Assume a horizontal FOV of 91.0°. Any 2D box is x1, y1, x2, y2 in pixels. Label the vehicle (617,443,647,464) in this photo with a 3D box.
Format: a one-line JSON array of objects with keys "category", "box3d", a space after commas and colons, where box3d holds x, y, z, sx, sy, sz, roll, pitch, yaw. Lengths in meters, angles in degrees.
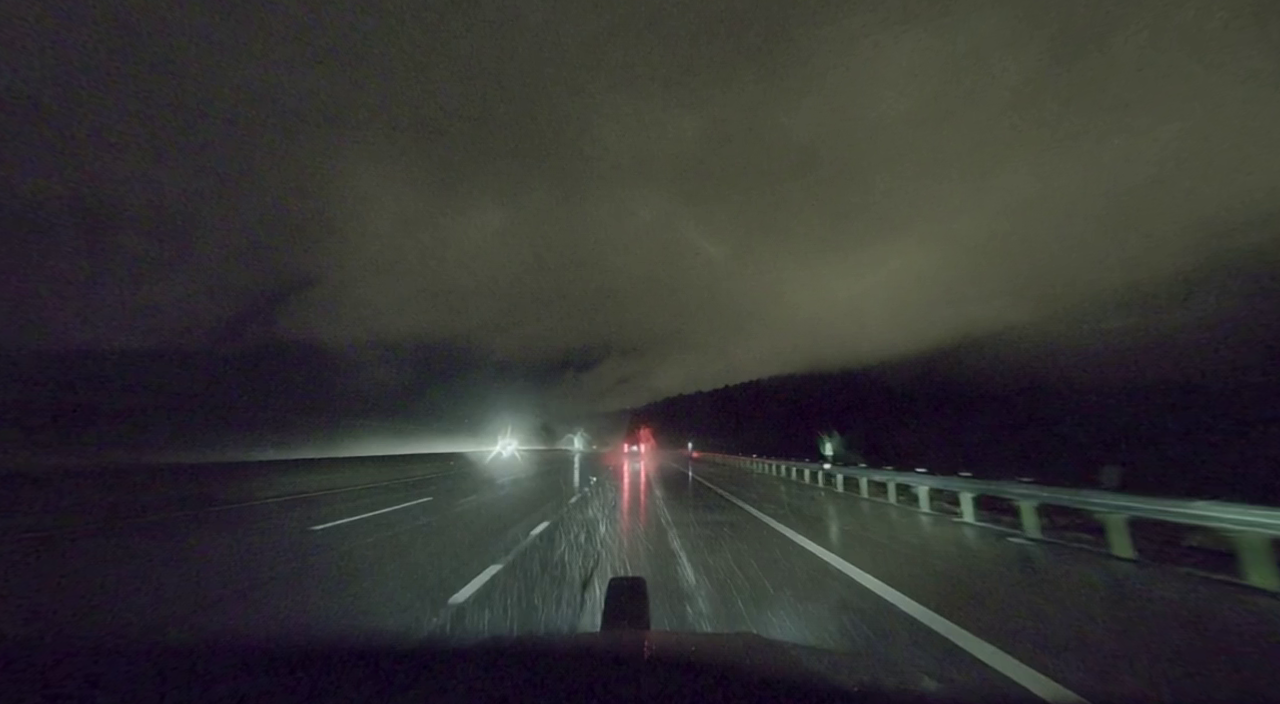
[{"category": "vehicle", "box3d": [-0.596, 7.508, 46.699, 2.083, 1.524, 4.251, 0, -8, 0]}]
